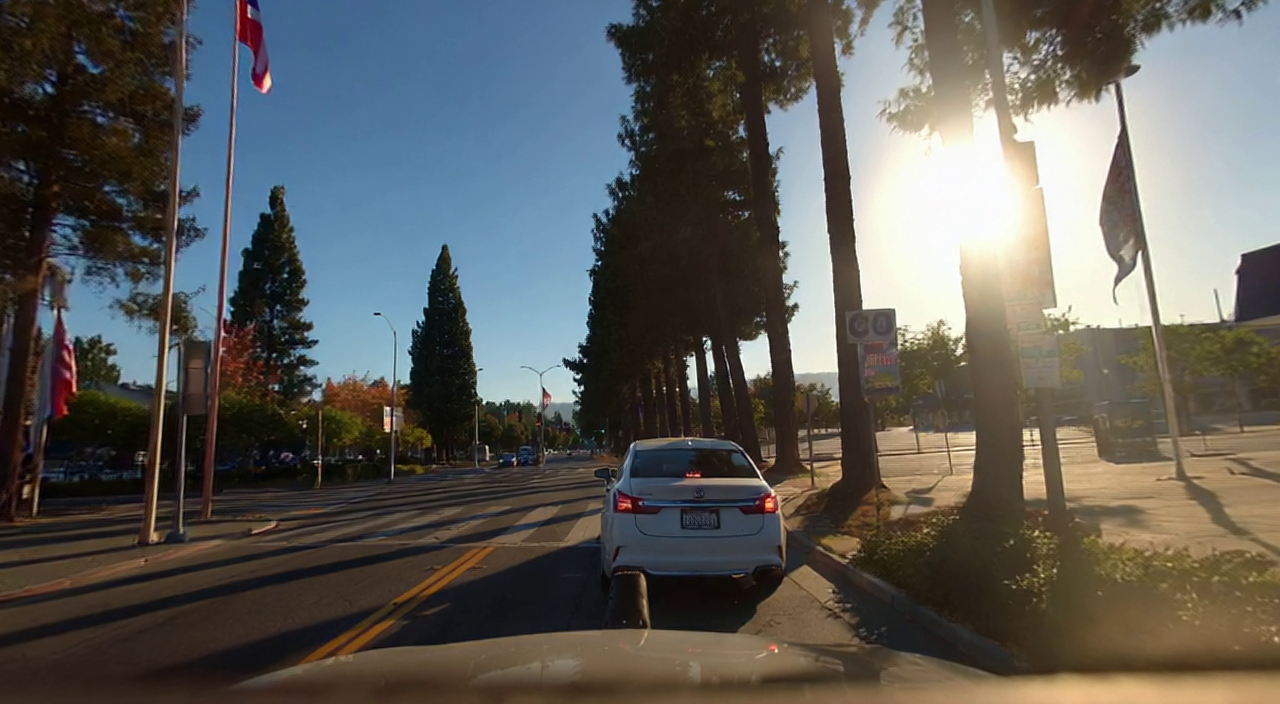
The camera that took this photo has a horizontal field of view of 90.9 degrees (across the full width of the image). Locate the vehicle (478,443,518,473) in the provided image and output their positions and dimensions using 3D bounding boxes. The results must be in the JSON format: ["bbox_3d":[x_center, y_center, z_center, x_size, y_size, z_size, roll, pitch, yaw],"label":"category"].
[{"bbox_3d":[-9.998,7.498,44.749,2.212,1.948,4.537,0,-9,-5],"label":"vehicle"}]

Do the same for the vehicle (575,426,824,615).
[{"bbox_3d":[0.385,1.621,6.905,1.985,1.463,3.647,0,-9,-3],"label":"vehicle"}]
